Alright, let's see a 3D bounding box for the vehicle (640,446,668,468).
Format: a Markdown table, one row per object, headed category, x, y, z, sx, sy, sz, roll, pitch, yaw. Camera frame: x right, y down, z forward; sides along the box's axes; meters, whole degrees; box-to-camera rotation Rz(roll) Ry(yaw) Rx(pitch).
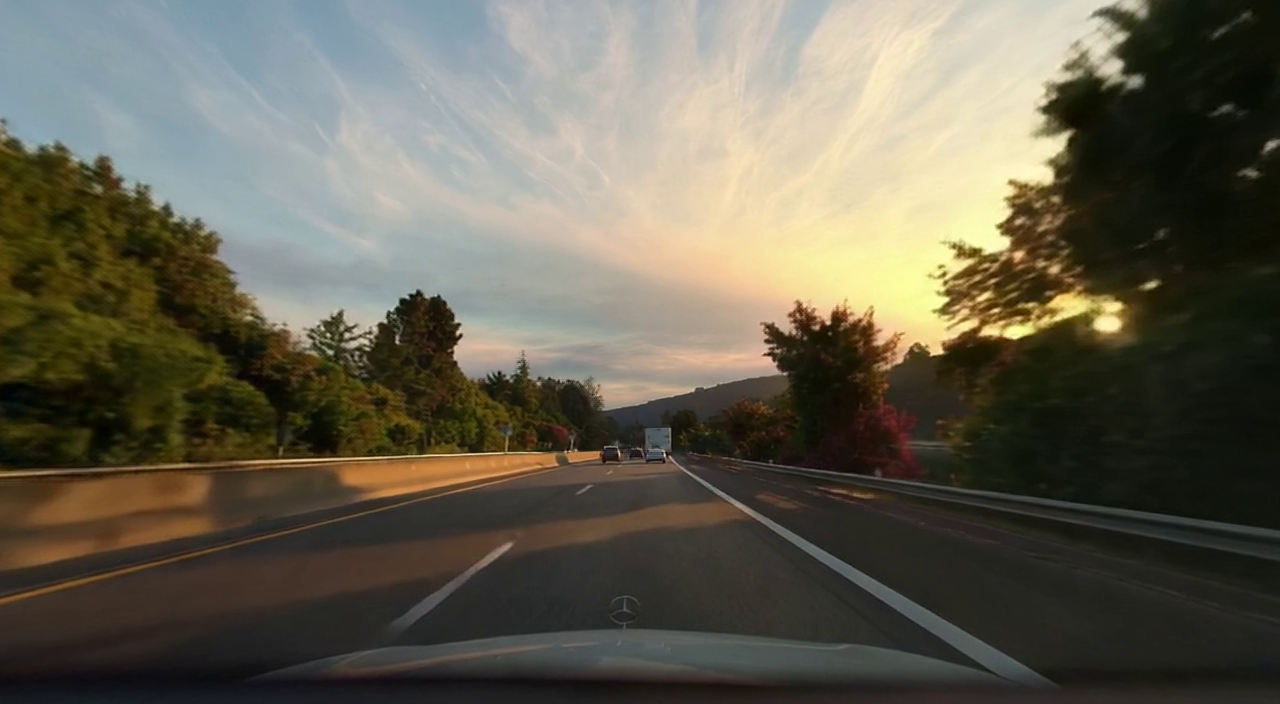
| category | x | y | z | sx | sy | sz | roll | pitch | yaw |
| --- | --- | --- | --- | --- | --- | --- | --- | --- | --- |
| vehicle | 0.997 | 7.528 | 45.287 | 1.934 | 1.488 | 3.832 | 0 | -9 | 0 |
